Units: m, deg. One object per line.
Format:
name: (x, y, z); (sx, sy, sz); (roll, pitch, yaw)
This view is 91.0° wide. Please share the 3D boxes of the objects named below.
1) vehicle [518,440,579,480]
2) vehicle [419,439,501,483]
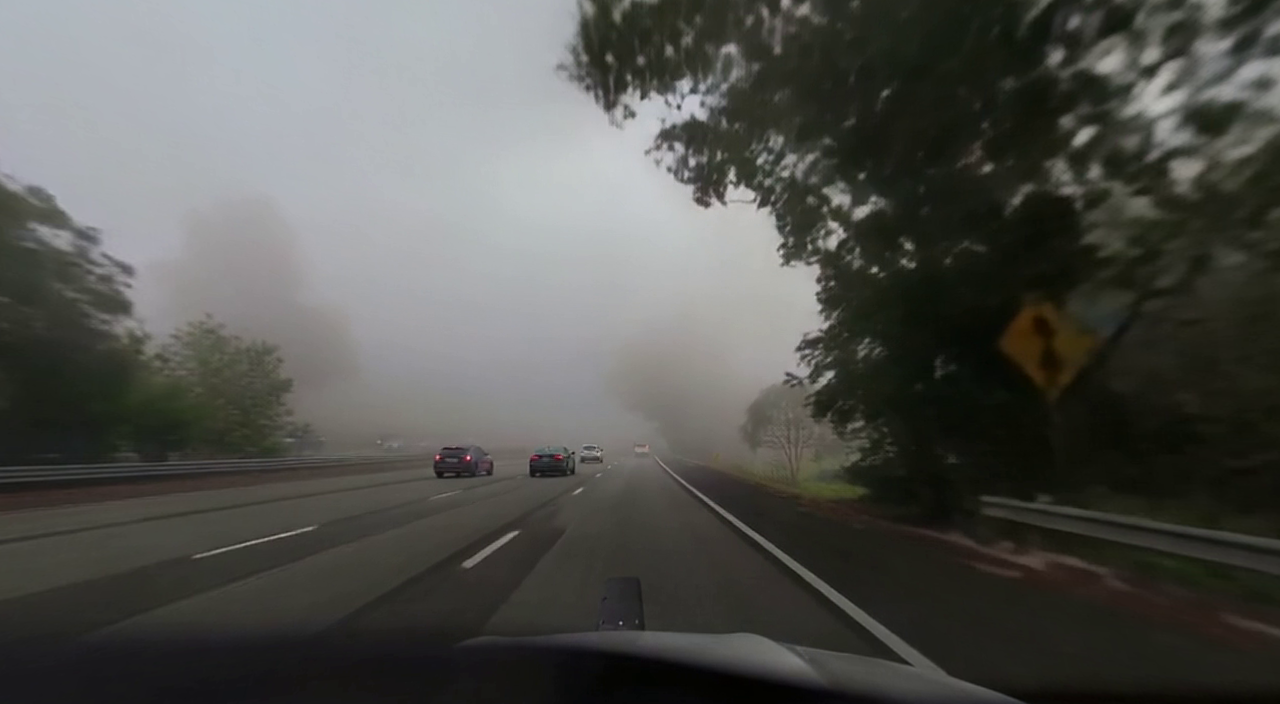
vehicle: (-4.107, 4.935, 29.020); (2.035, 1.673, 4.469); (0, -9, 1)
vehicle: (-7.576, 4.629, 27.047); (2.108, 1.686, 4.556); (0, -9, 1)
